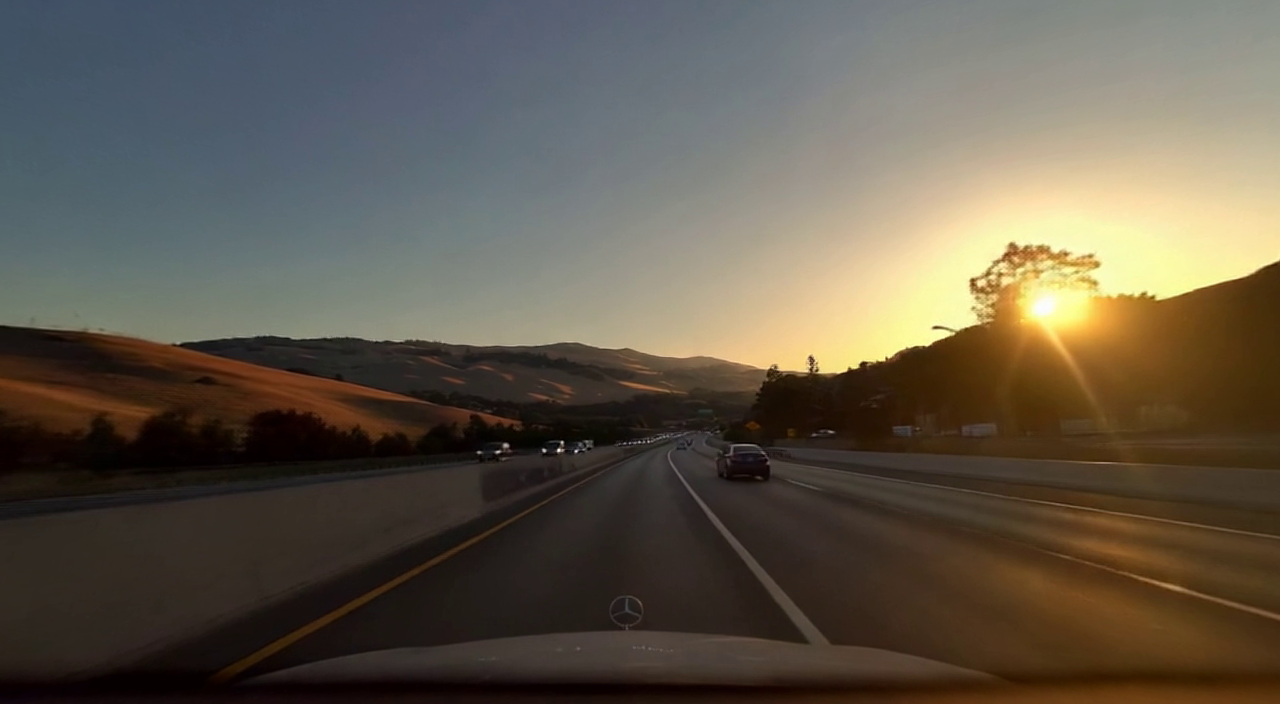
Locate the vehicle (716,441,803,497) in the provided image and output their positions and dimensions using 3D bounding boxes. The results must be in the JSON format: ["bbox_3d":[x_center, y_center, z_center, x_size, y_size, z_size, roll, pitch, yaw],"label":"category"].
[{"bbox_3d":[3.256,3.242,17.855,1.683,1.400,3.868,0,-8,0],"label":"vehicle"}]
